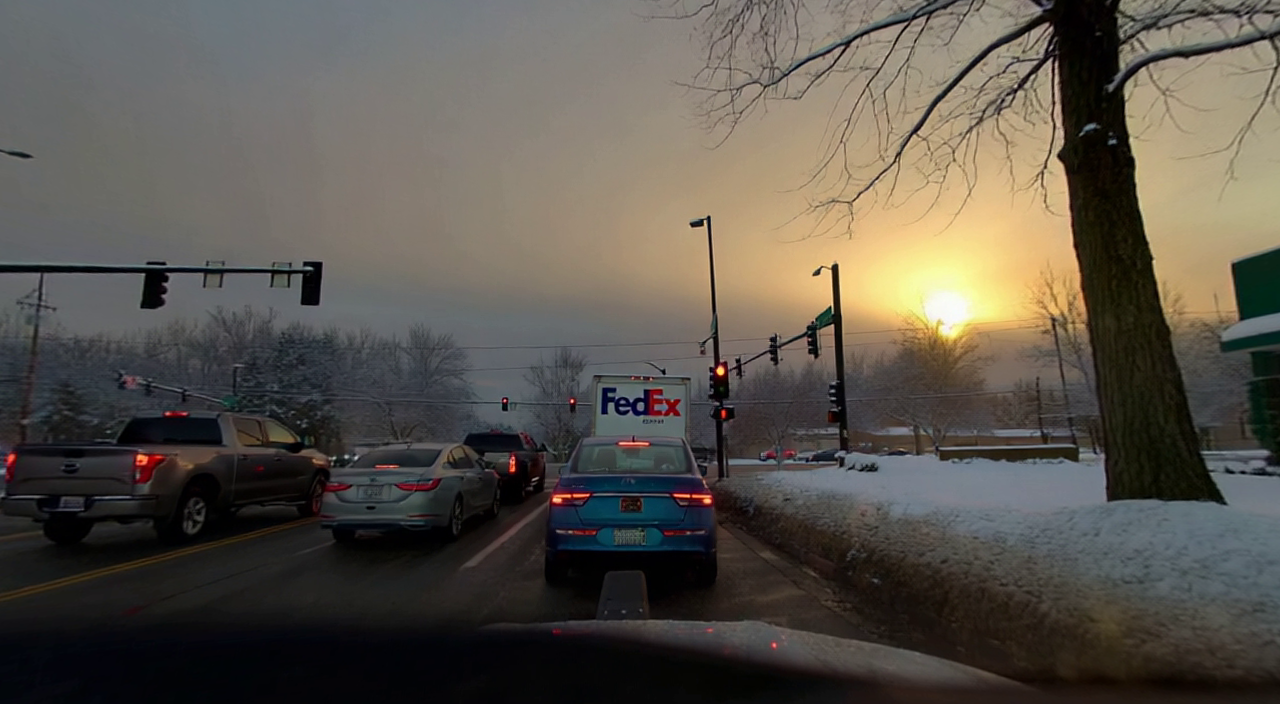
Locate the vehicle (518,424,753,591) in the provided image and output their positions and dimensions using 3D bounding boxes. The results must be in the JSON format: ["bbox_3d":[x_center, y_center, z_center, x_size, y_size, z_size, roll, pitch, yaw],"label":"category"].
[{"bbox_3d":[-0.040,1.748,7.944,2.145,1.513,4.269,0,-9,0],"label":"vehicle"}]

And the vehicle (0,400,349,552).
[{"bbox_3d":[-7.278,1.979,10.740,2.125,1.893,5.498,0,-9,-2],"label":"vehicle"}]

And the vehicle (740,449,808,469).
[{"bbox_3d":[10.354,8.281,48.669,4.841,1.494,1.829,1,-9,-5],"label":"vehicle"}]

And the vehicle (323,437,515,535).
[{"bbox_3d":[-3.864,2.402,11.942,1.949,1.487,4.390,0,-9,1],"label":"vehicle"}]
